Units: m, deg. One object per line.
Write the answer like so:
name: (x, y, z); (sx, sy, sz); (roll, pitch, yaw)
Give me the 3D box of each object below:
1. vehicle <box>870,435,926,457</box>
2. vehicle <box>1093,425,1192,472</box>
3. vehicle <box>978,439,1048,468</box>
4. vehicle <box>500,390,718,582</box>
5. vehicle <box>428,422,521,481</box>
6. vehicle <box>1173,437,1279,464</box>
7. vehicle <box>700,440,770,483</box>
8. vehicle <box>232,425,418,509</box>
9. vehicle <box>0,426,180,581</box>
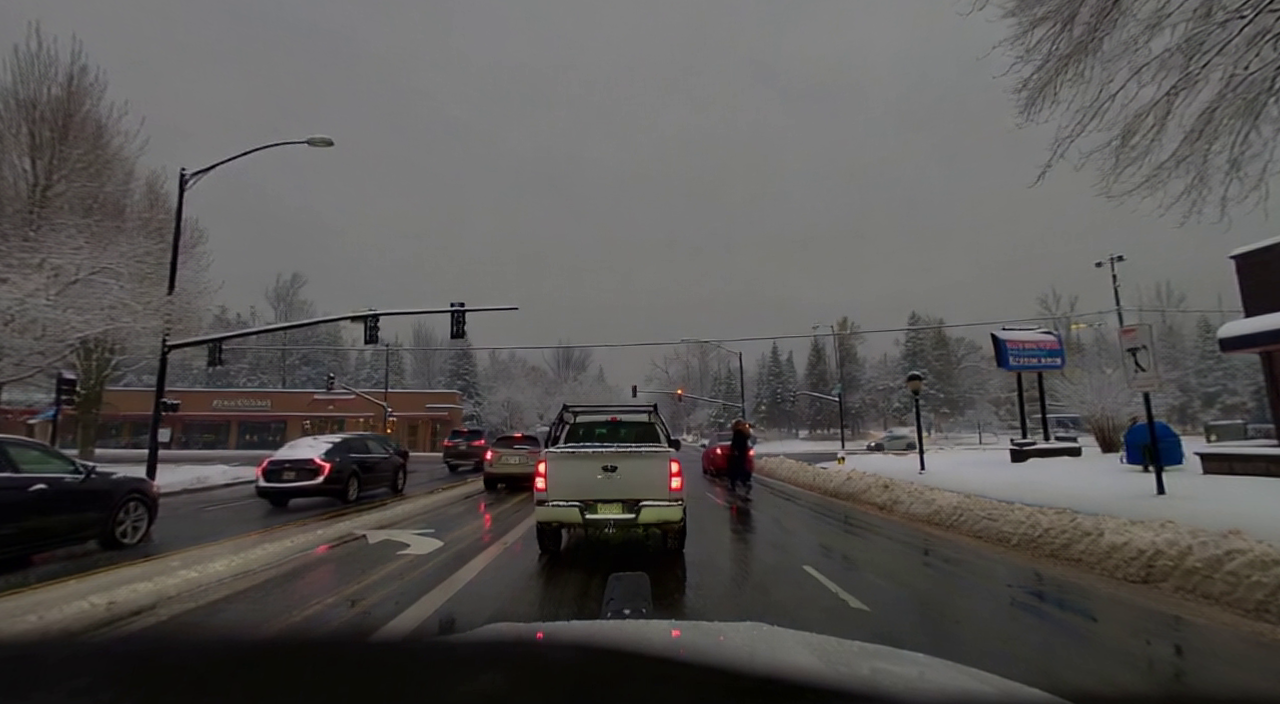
vehicle: (20.101, 7.326, 49.044); (4.361, 1.653, 2.034); (6, -11, -37)
vehicle: (19.220, 3.659, 24.045); (4.156, 1.622, 1.924); (7, -11, -38)
vehicle: (20.099, 5.411, 33.920); (3.836, 1.443, 1.694); (5, -10, -35)
vehicle: (-0.310, 1.597, 8.233); (2.064, 1.817, 4.298); (0, -8, -1)
vehicle: (-6.449, 3.956, 25.217); (2.496, 2.112, 4.351); (0, -8, 0)
vehicle: (29.727, 4.942, 31.659); (4.176, 1.313, 1.719); (0, -8, 2)
vehicle: (3.423, 4.043, 23.513); (2.023, 1.441, 4.240); (0, -8, 1)
vehicle: (-7.111, 2.629, 14.894); (1.941, 1.655, 4.503); (0, -8, 2)
vehicle: (-6.972, 1.446, 6.029); (1.831, 1.451, 4.382); (0, -8, 0)
